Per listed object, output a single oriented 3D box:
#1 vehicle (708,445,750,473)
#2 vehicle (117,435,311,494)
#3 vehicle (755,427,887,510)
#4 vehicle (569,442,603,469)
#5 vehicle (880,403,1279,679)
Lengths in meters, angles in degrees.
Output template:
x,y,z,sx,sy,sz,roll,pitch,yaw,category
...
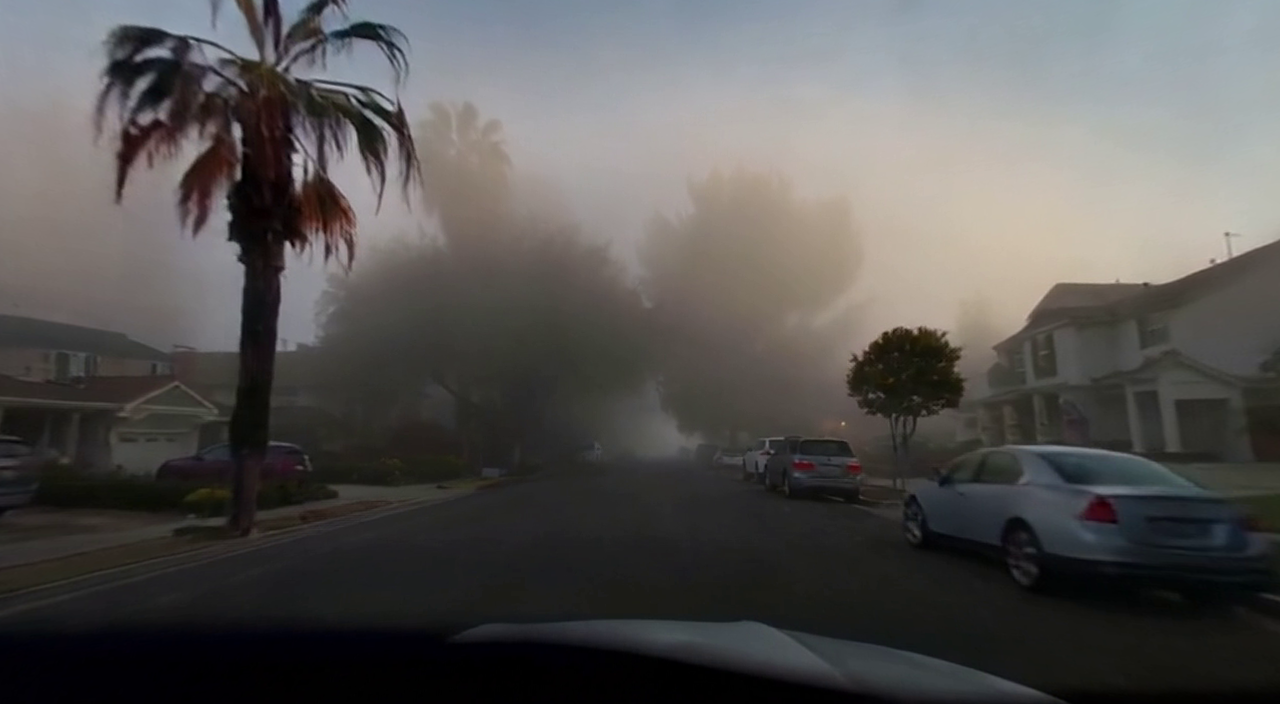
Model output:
x,y,z,sx,sy,sz,roll,pitch,yaw,category
5.344,6.490,38.500,2.056,1.464,4.493,3,-9,2,vehicle
-12.837,3.386,19.257,4.448,1.679,1.972,0,-9,2,vehicle
4.525,3.002,16.770,2.166,1.766,5.186,1,-9,2,vehicle
-3.973,7.719,47.316,2.149,1.877,5.082,-2,-9,-1,vehicle
4.373,1.588,6.507,1.971,1.663,5.076,3,-9,2,vehicle
